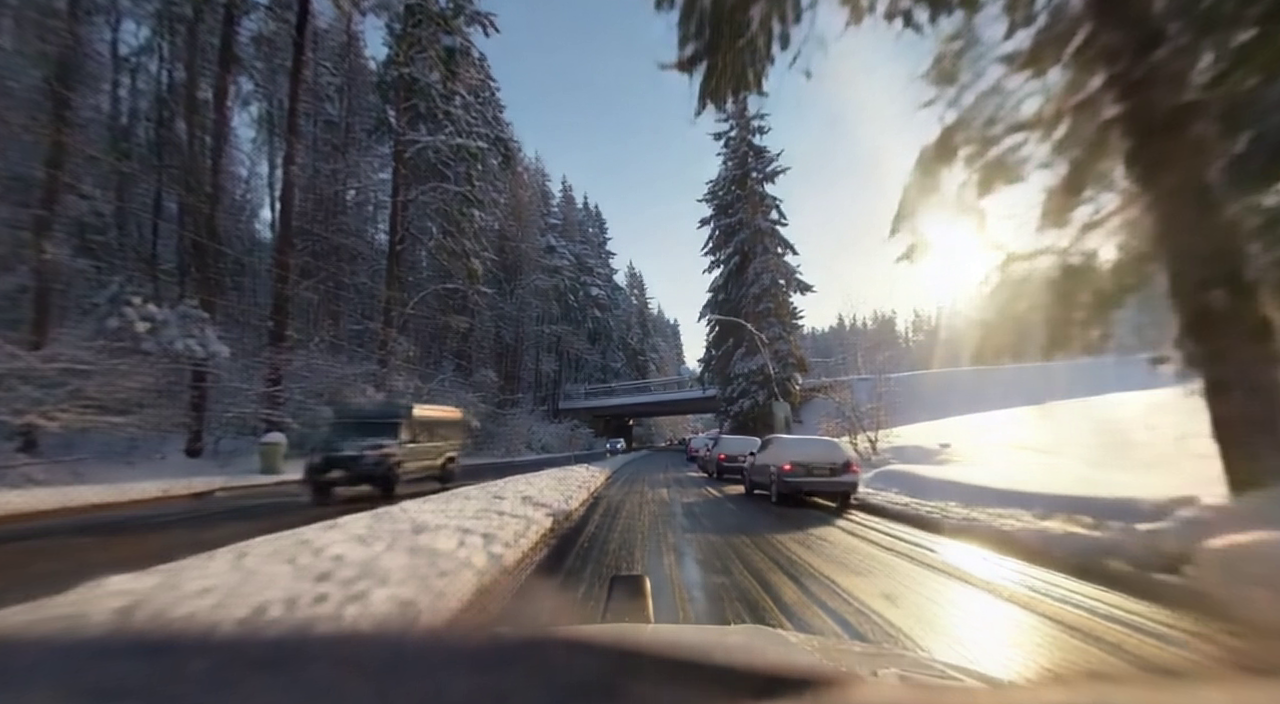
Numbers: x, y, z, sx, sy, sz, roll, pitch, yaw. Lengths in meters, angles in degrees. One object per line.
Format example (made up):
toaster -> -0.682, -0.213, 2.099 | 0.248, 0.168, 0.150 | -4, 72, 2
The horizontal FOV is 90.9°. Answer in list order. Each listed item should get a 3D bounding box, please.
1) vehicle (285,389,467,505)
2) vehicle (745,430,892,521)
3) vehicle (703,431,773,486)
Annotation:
vehicle -> -6.644, 2.518, 16.791 | 2.273, 2.556, 5.337 | -1, -8, 3
vehicle -> 3.744, 2.659, 14.124 | 1.972, 1.682, 4.397 | 0, -8, 0
vehicle -> 3.671, 4.094, 24.471 | 1.985, 1.895, 4.496 | 0, -8, 0
